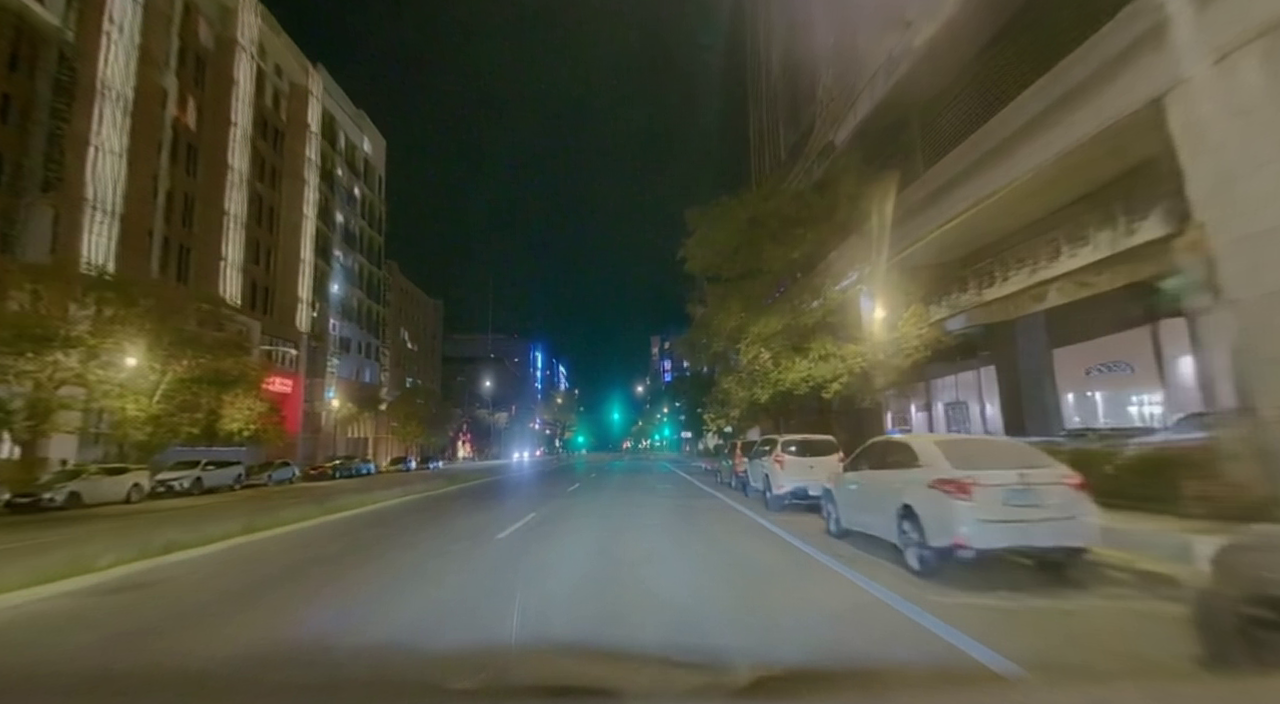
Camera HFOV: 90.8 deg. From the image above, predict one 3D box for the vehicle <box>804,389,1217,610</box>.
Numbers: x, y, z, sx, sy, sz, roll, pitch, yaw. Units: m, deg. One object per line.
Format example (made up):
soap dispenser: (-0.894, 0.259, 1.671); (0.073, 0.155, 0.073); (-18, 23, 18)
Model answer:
vehicle: (3.508, 1.485, 7.314); (1.874, 1.707, 4.637); (0, -8, -1)

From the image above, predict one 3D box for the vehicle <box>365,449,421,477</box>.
vehicle: (-14.769, 6.647, 38.006); (1.812, 1.544, 3.832); (0, -8, -1)

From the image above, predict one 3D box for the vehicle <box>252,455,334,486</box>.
vehicle: (-18.405, 6.290, 33.783); (1.900, 1.427, 4.398); (0, -8, 0)

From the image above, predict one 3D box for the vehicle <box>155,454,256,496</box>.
vehicle: (-18.195, 5.147, 26.671); (1.760, 1.566, 3.664); (0, -8, -3)

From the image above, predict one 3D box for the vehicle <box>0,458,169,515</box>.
vehicle: (-18.089, 4.296, 20.657); (1.958, 1.534, 4.428); (0, -8, -1)

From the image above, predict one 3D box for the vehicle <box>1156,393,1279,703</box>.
vehicle: (3.386, 0.647, 0.577); (2.035, 1.483, 4.503); (0, -8, 0)
